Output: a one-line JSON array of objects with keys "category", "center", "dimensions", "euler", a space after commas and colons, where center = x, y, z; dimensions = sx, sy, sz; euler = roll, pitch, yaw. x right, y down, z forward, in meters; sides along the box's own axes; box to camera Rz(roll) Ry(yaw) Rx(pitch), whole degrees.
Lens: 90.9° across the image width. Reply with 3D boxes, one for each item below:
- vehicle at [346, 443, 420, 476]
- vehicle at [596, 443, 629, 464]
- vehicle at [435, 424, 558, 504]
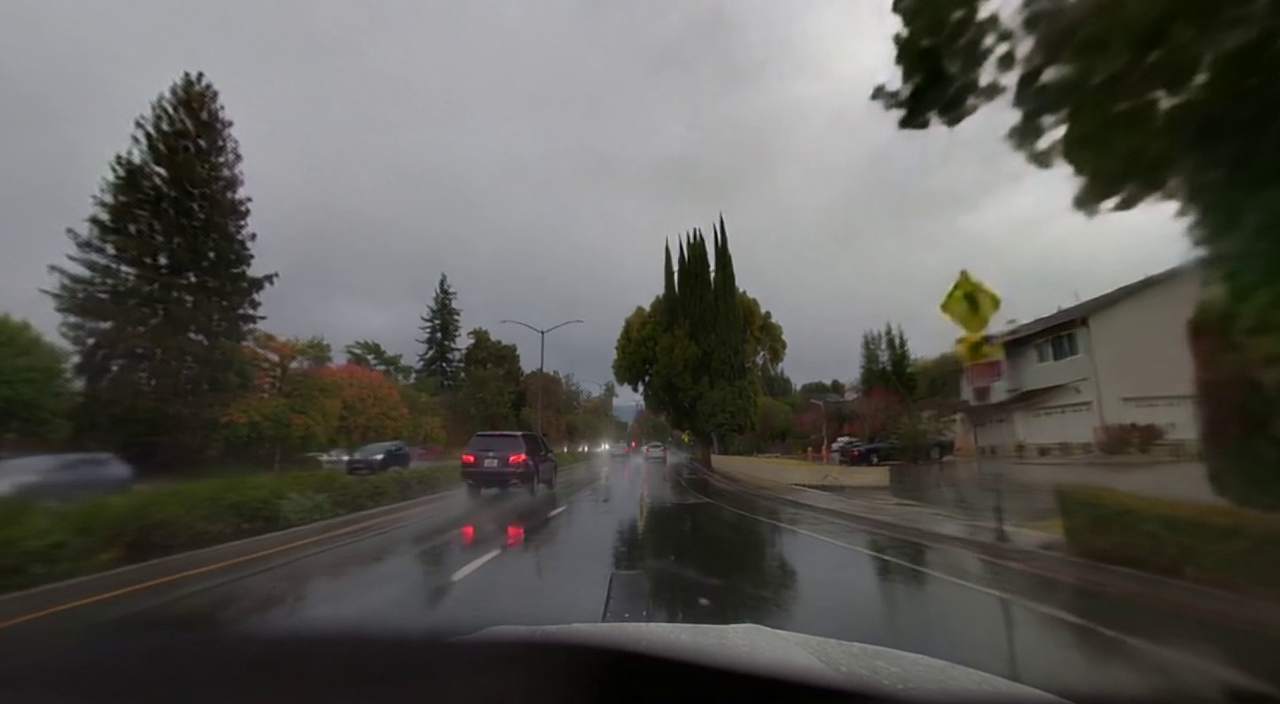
[{"category": "vehicle", "center": [-14.150, 5.924, 35.056], "dimensions": [2.063, 1.715, 4.650], "euler": [0, -8, 1]}, {"category": "vehicle", "center": [-2.024, 7.746, 48.294], "dimensions": [2.119, 1.494, 4.624], "euler": [0, -8, 2]}, {"category": "vehicle", "center": [-3.503, 2.828, 16.360], "dimensions": [2.073, 1.770, 4.302], "euler": [0, -8, 2]}]
